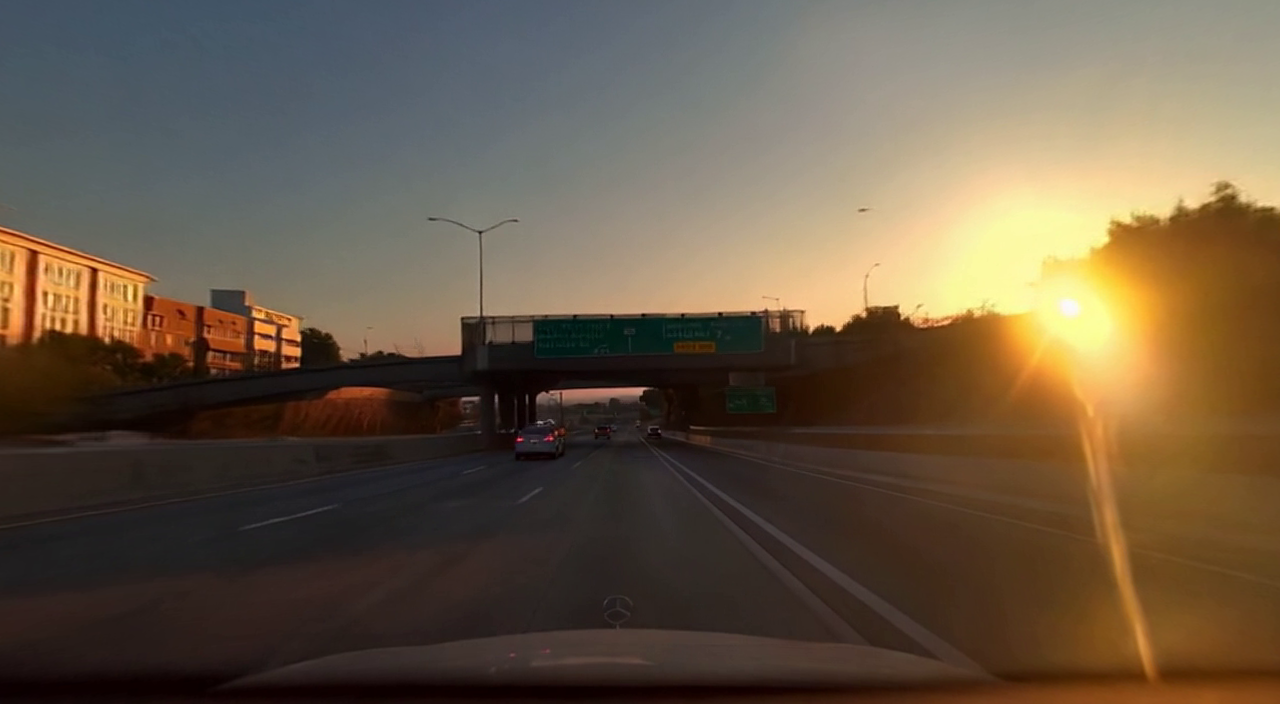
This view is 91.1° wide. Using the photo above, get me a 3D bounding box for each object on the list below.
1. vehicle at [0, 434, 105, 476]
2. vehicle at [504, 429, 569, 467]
[{"bbox_3d":[-27.360,4.631,28.596,1.889,1.727,4.692,0,-8,0],"label":"vehicle"},{"bbox_3d":[-4.268,4.045,26.753,1.996,1.490,4.571,0,-8,0],"label":"vehicle"}]
